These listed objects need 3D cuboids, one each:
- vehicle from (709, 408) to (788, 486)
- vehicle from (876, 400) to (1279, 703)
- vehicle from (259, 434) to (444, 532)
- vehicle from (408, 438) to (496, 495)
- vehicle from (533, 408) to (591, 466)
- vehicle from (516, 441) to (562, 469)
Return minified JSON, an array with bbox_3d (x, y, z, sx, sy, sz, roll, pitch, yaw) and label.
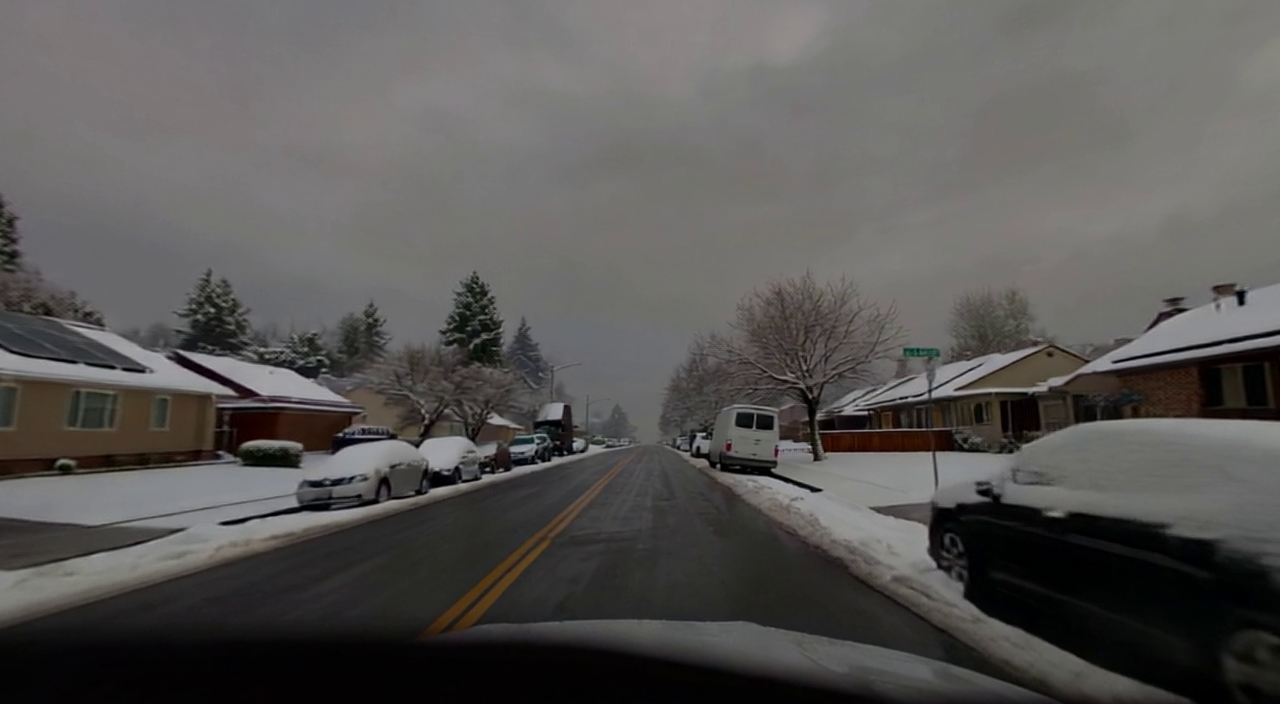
[{"bbox_3d":[3.837,3.451,23.158,2.215,2.542,4.550,-1,-8,2],"label":"vehicle"},{"bbox_3d":[3.219,1.133,3.845,1.916,1.484,4.638,-1,-8,2],"label":"vehicle"},{"bbox_3d":[-5.972,2.684,13.775,1.901,1.472,4.676,-3,-5,0],"label":"vehicle"},{"bbox_3d":[-5.856,3.538,19.956,1.758,1.519,3.396,-3,-8,0],"label":"vehicle"},{"bbox_3d":[-5.270,5.944,44.058,2.896,3.648,8.004,-1,-8,1],"label":"vehicle"},{"bbox_3d":[-5.600,5.723,35.267,1.921,1.470,4.068,0,-8,-1],"label":"vehicle"}]
